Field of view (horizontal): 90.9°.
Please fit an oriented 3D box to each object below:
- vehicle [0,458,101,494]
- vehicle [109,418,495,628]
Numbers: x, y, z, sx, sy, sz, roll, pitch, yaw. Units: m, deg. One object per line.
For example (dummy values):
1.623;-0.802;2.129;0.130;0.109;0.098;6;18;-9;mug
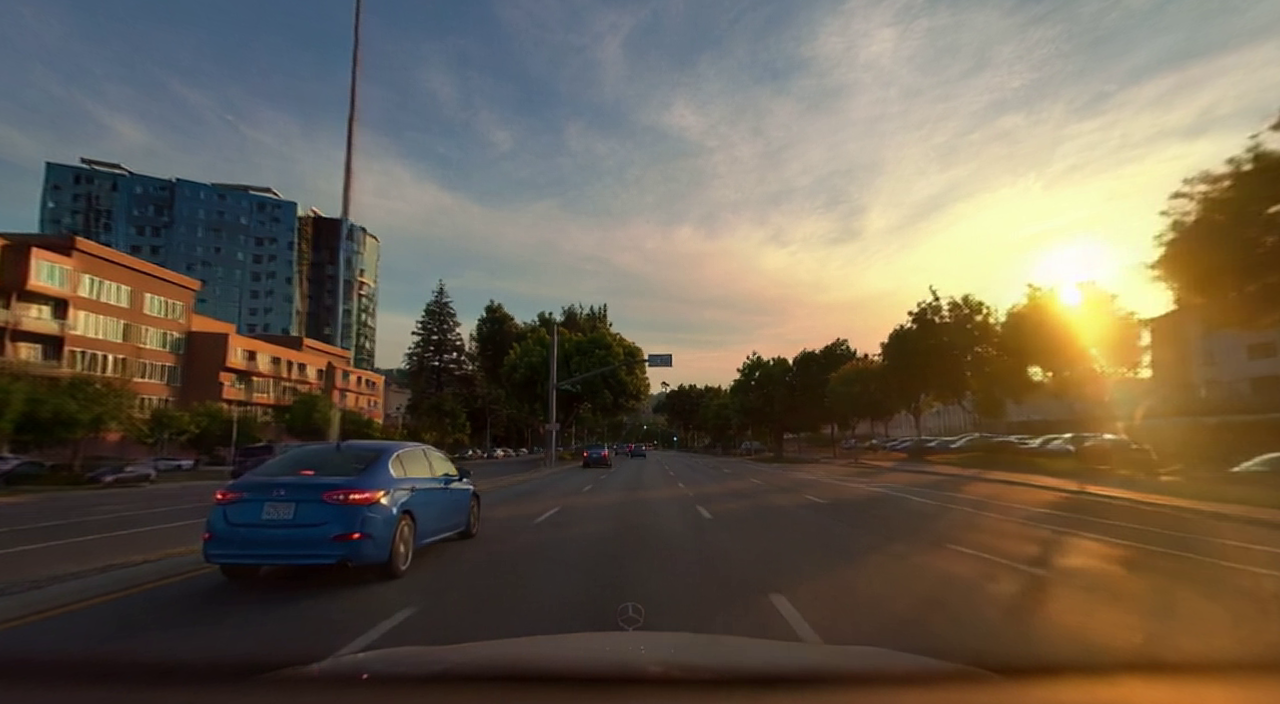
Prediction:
-30.117;6.108;31.274;4.847;1.649;2.119;-1;-8;3;vehicle
-3.315;1.720;7.431;2.009;1.489;4.543;-6;-8;0;vehicle
